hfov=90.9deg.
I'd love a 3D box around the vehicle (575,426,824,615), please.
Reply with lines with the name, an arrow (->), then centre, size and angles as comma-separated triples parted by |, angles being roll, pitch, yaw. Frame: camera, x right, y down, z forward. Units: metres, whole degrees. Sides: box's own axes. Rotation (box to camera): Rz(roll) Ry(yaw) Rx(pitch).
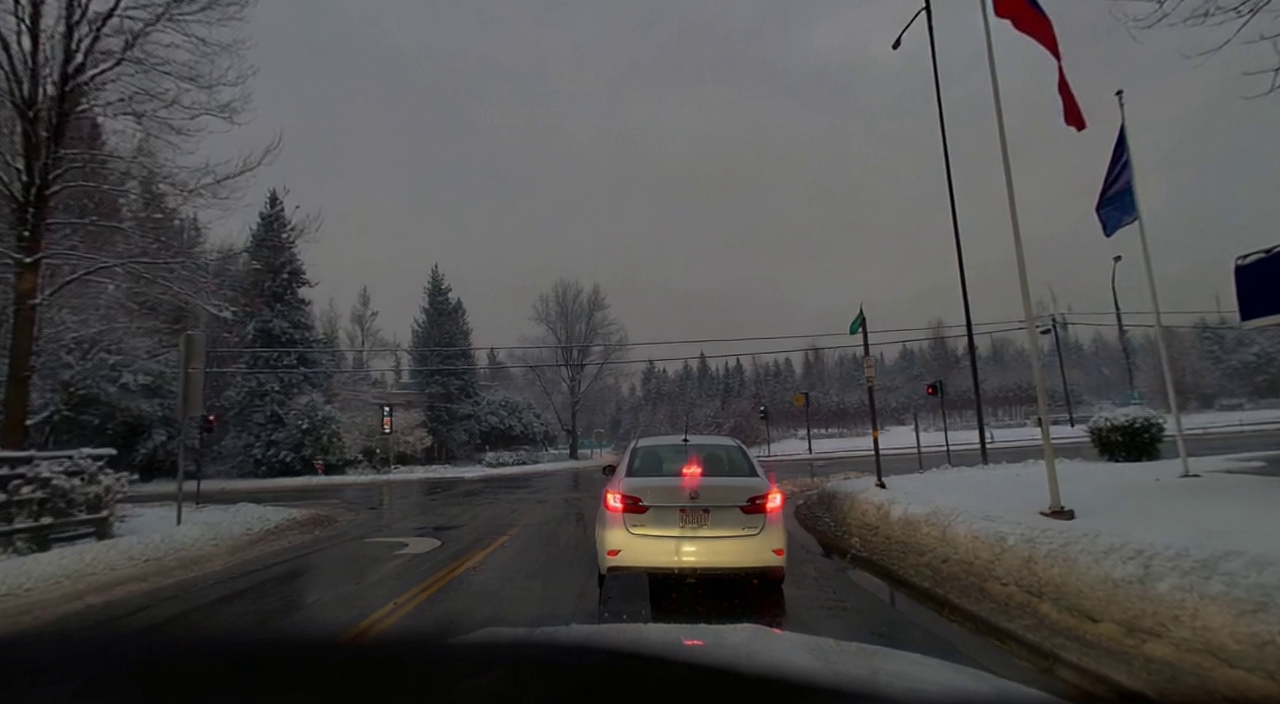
vehicle -> 0.385, 1.618, 6.900 | 1.985, 1.463, 3.647 | 0, -9, -3

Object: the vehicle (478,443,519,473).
vehicle -> -9.992, 7.495, 44.750 | 2.212, 1.948, 4.537 | 0, -9, -5
